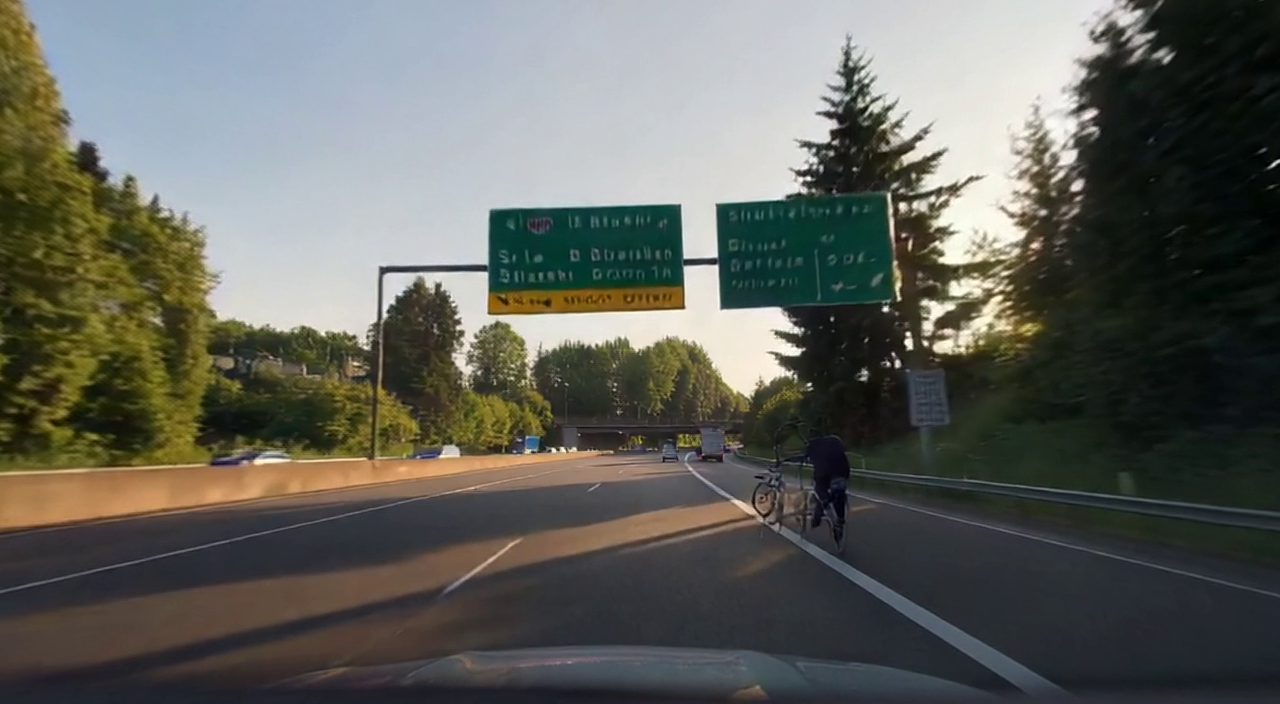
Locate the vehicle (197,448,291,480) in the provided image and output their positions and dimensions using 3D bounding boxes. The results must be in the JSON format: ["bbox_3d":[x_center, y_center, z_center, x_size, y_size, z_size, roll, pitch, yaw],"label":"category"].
[{"bbox_3d":[-21.286,6.015,34.134,2.040,1.616,4.603,0,-9,1],"label":"vehicle"}]

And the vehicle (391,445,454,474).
[{"bbox_3d":[-13.258,6.582,38.742,1.990,1.617,4.839,0,-9,2],"label":"vehicle"}]
